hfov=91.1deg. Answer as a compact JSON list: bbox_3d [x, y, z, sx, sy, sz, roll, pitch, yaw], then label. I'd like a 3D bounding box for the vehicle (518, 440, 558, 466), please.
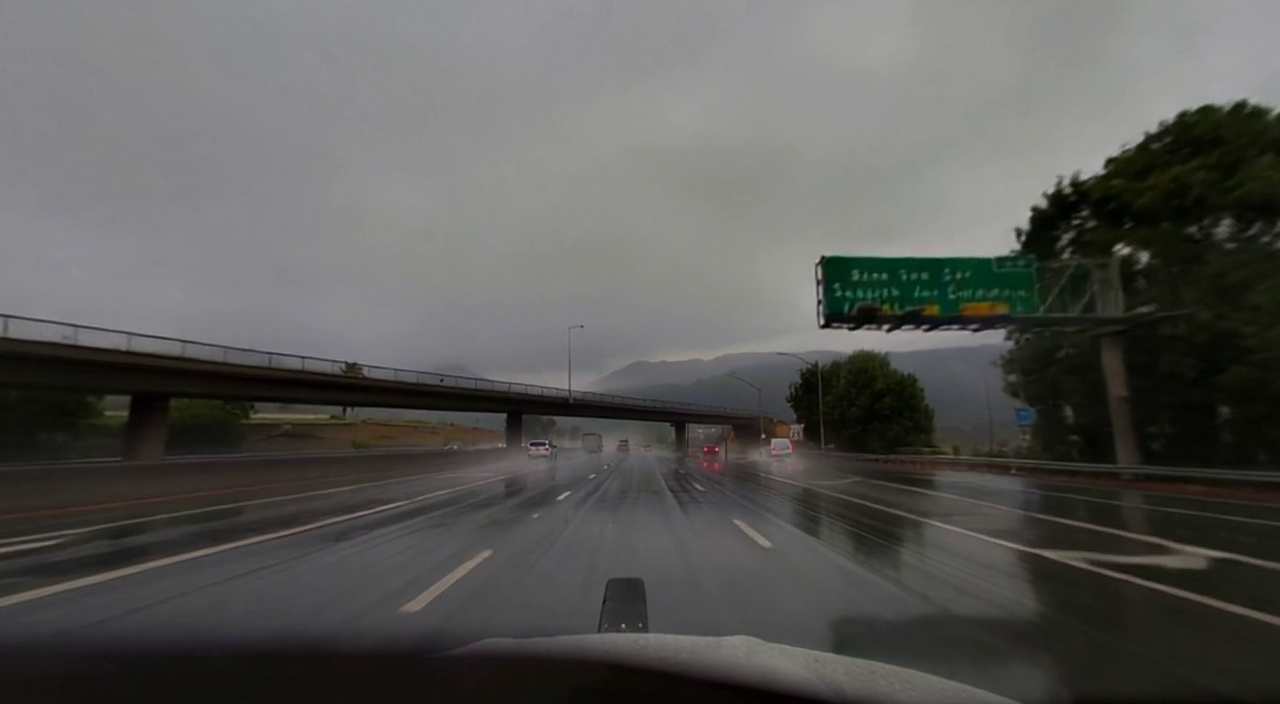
[{"bbox_3d":[-6.850,6.811,42.557,1.935,1.633,3.955,0,-8,1],"label":"vehicle"}]
